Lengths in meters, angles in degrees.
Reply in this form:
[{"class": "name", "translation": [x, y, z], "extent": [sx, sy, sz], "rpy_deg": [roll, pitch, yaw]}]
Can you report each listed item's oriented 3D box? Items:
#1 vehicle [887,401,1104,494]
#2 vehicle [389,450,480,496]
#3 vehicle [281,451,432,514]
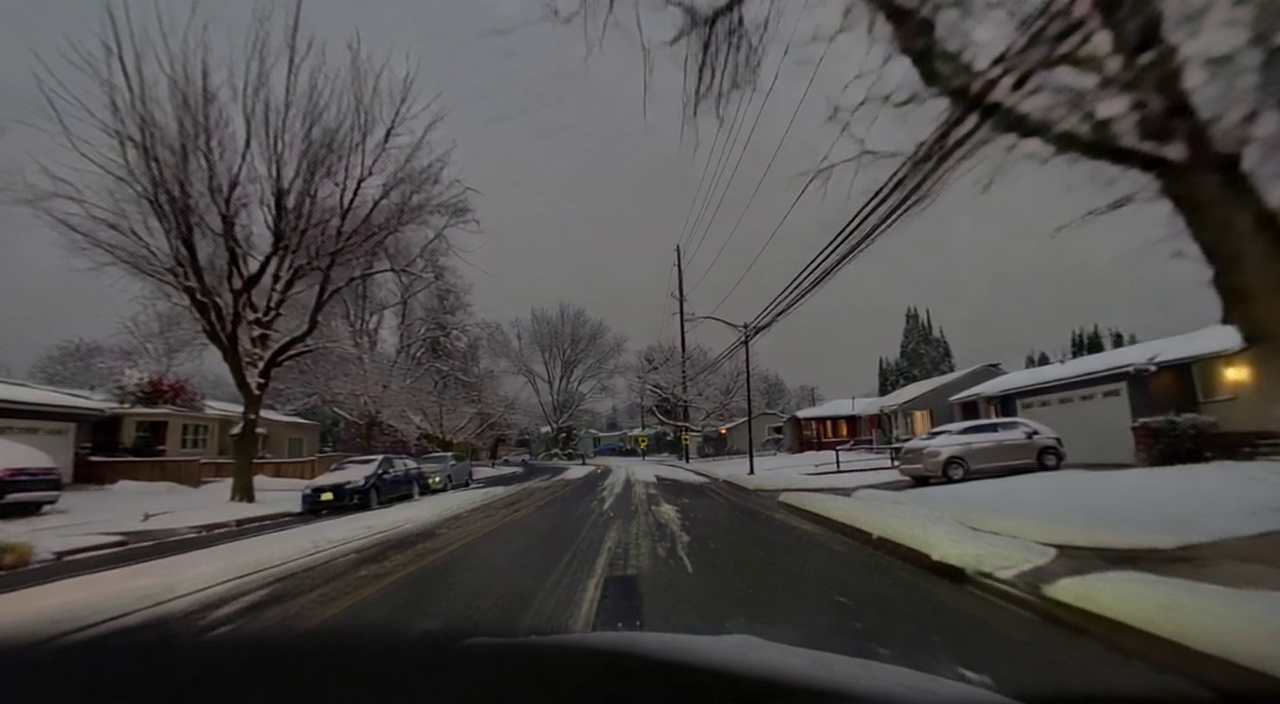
[{"class": "vehicle", "translation": [8.578, 2.355, 15.562], "extent": [4.025, 1.738, 1.920], "rpy_deg": [-6, -9, -1]}, {"class": "vehicle", "translation": [-7.362, 4.360, 23.122], "extent": [1.896, 1.484, 4.298], "rpy_deg": [0, -9, 0]}, {"class": "vehicle", "translation": [-7.625, 3.527, 17.624], "extent": [2.034, 1.493, 4.524], "rpy_deg": [0, -9, 1]}]
